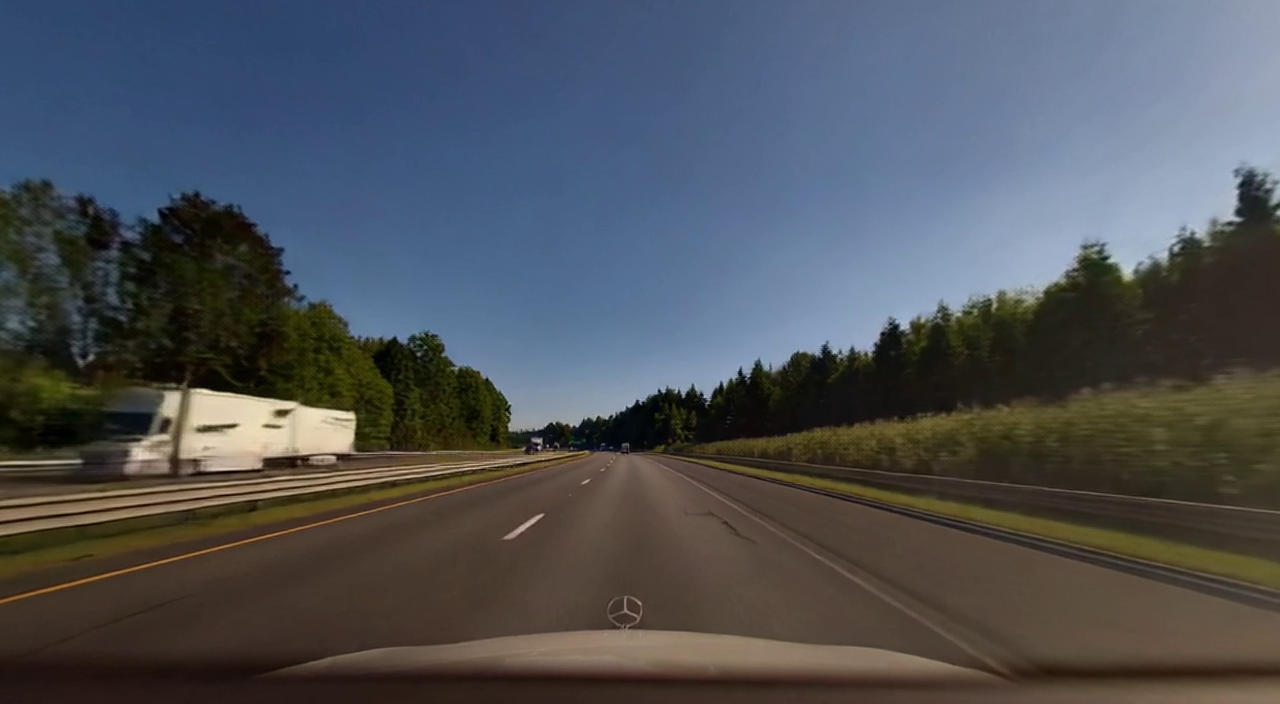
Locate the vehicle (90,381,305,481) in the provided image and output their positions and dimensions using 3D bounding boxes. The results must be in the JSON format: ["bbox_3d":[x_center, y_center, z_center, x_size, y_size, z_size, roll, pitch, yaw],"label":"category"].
[{"bbox_3d":[-16.151,3.082,23.910,2.828,3.195,7.192,0,-9,0],"label":"vehicle"}]
